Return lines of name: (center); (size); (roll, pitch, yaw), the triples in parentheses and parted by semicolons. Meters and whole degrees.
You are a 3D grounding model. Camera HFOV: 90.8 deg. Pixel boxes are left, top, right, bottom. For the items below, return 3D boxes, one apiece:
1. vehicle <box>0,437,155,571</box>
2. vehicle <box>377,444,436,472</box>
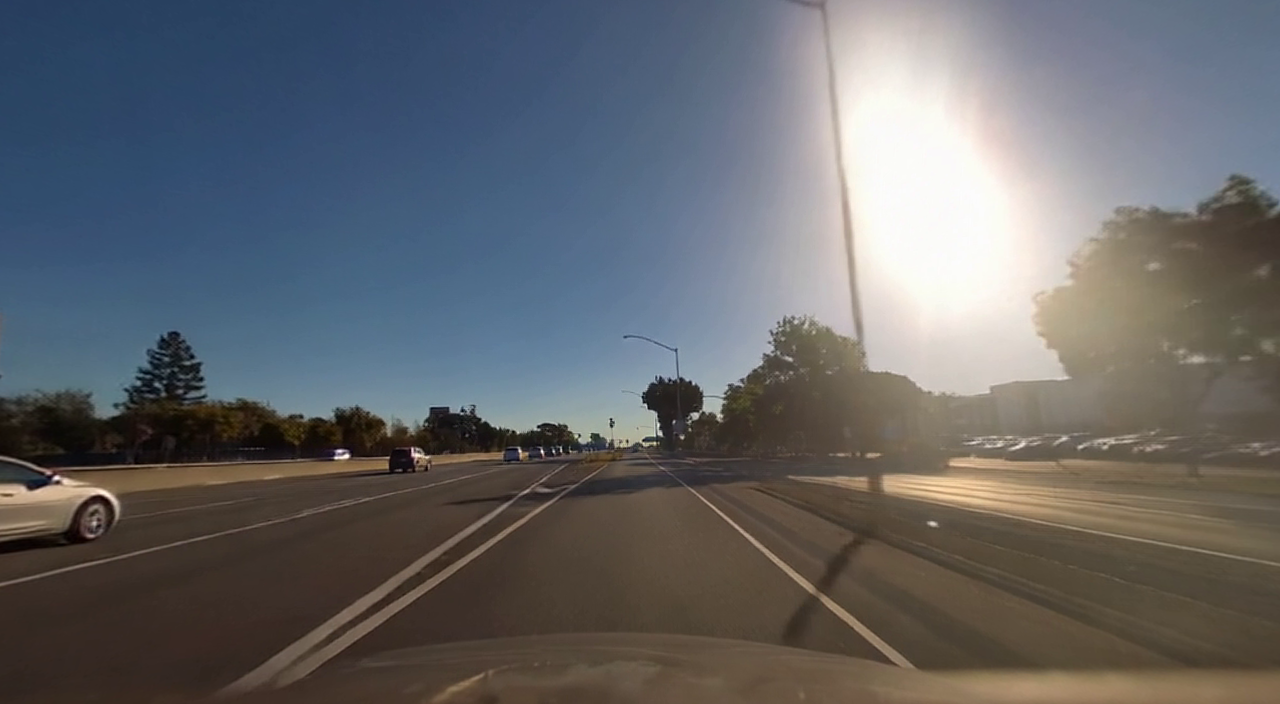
vehicle: (-8.093, 1.682, 6.981); (1.940, 1.479, 4.777); (1, -9, -4)
vehicle: (-14.775, 6.709, 40.330); (2.126, 1.671, 5.173); (1, -9, -4)
